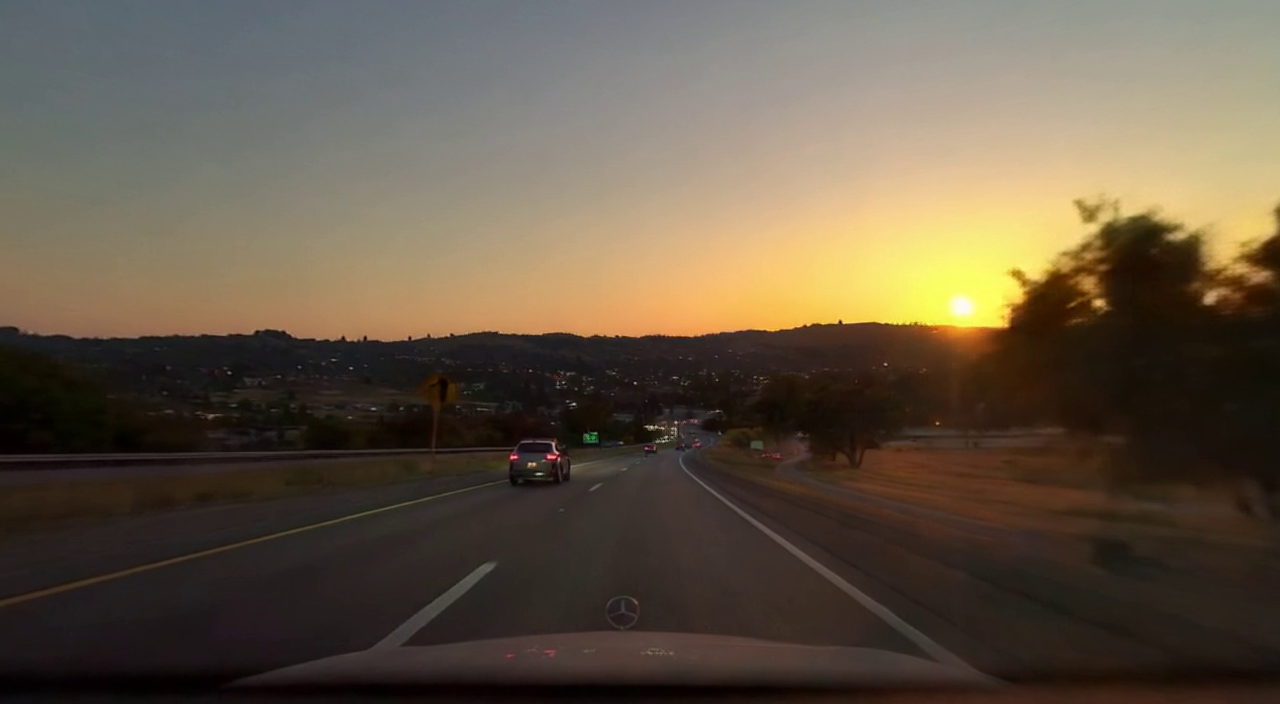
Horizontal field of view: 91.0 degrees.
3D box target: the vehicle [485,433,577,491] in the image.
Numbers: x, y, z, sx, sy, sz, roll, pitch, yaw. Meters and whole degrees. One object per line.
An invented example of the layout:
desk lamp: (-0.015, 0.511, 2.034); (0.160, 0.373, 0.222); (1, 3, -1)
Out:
vehicle: (-3.601, 3.776, 21.887); (2.193, 1.771, 4.757); (-1, -9, 2)
